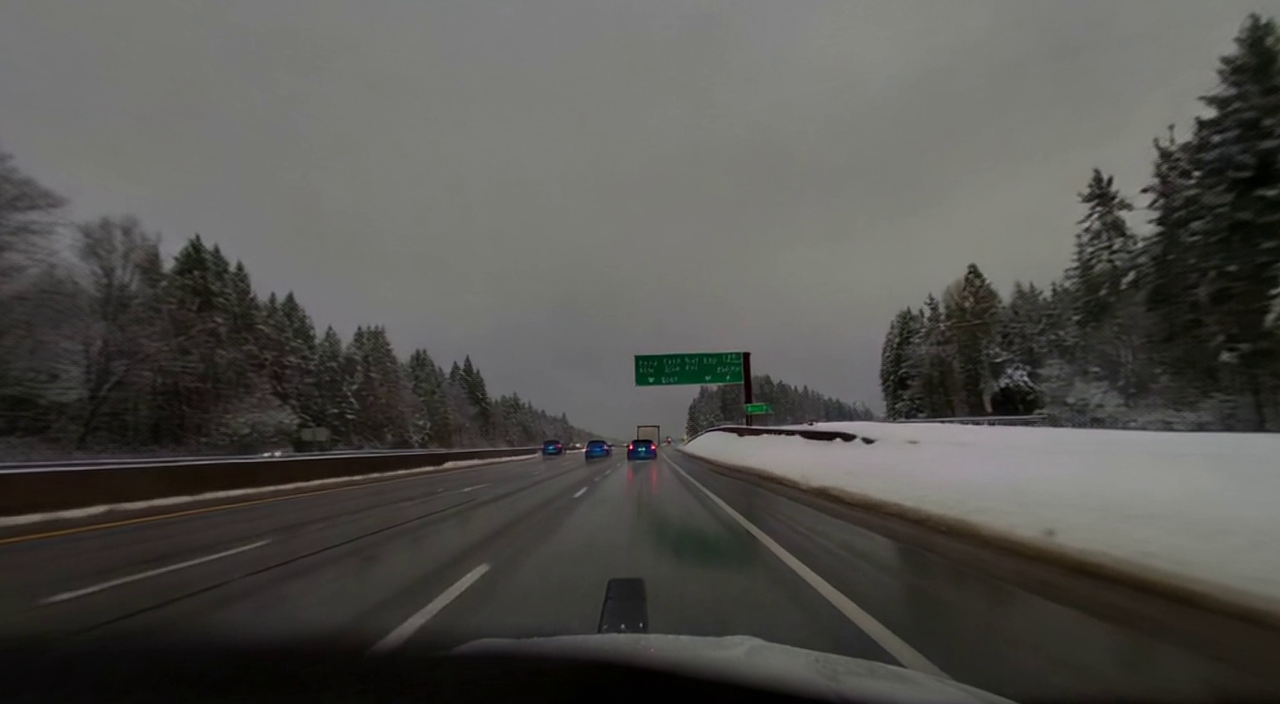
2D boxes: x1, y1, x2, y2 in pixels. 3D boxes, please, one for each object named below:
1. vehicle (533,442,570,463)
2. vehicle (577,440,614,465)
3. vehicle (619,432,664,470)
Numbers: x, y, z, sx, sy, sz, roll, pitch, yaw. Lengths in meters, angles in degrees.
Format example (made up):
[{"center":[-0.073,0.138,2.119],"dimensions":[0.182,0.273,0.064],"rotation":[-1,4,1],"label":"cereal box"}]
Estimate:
[{"center":[-6.626,7.558,47.633],"dimensions":[2.009,1.519,4.697],"rotation":[-1,-8,1],"label":"vehicle"},{"center":[-3.024,7.020,44.161],"dimensions":[2.139,1.589,5.102],"rotation":[-1,-8,1],"label":"vehicle"},{"center":[0.092,5.486,35.166],"dimensions":[2.309,1.915,5.130],"rotation":[-1,-8,0],"label":"vehicle"}]
